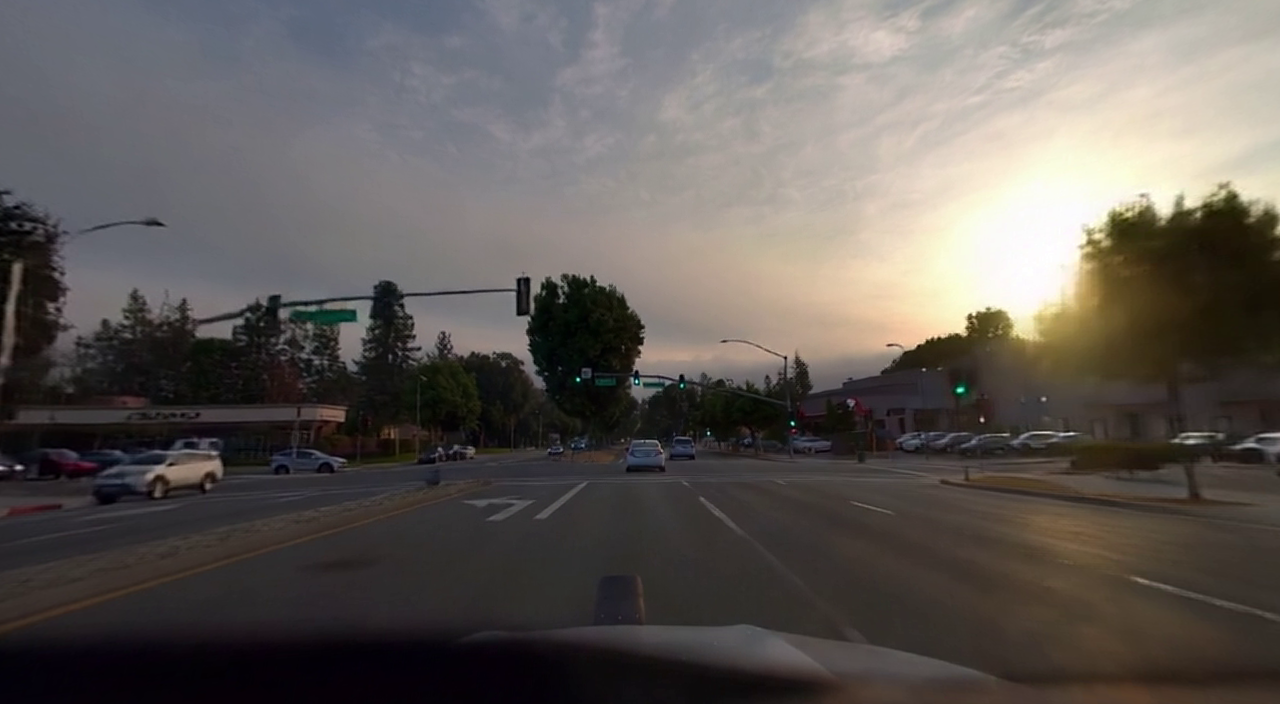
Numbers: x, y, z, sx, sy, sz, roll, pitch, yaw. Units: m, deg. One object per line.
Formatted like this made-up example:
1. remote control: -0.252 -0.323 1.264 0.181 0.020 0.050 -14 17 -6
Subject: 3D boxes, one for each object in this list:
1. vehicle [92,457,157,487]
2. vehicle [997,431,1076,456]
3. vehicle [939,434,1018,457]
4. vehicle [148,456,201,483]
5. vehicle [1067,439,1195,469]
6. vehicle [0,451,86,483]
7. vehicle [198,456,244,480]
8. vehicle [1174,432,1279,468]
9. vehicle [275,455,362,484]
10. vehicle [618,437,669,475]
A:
1. vehicle: -28.614 6.597 34.873 4.436 1.464 1.999 -8 -11 41
2. vehicle: 29.858 6.920 47.527 1.958 1.759 4.517 7 -11 -39
3. vehicle: 25.869 7.158 48.250 1.941 1.641 4.829 7 -11 -39
4. vehicle: -28.432 7.126 38.343 2.022 1.455 4.478 8 -11 -42
5. vehicle: 24.842 5.168 31.971 4.788 1.481 1.959 0 -9 2
6. vehicle: -34.917 6.524 35.878 4.532 1.701 2.214 0 -9 2
7. vehicle: -28.199 7.751 42.308 1.953 1.415 4.553 7 -11 -40
8. vehicle: 30.344 4.969 31.957 4.551 1.707 1.937 0 -9 3
9. vehicle: -18.839 6.870 37.291 2.311 1.485 5.817 0 -8 -2
10. vehicle: 0.134 4.685 28.492 2.145 1.572 4.021 0 -9 0
